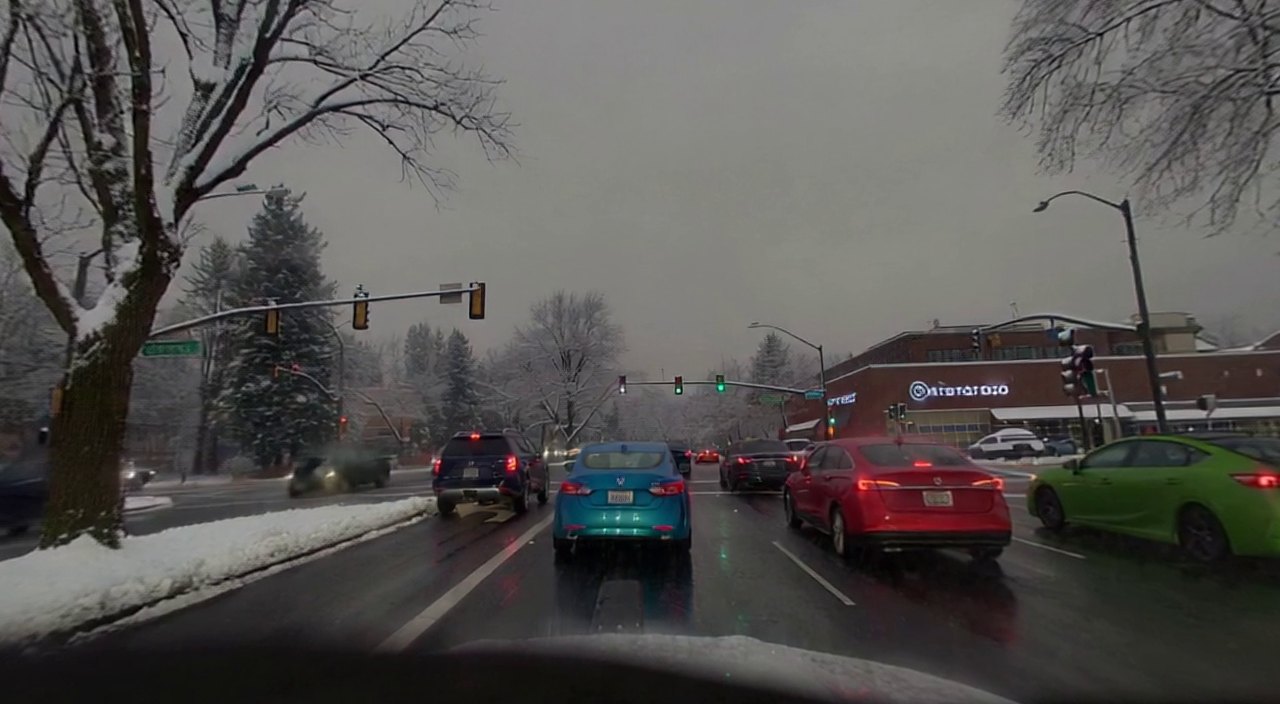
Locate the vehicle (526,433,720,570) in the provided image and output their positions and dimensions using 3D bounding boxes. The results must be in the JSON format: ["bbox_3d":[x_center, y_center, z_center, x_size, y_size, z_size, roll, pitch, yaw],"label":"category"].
[{"bbox_3d":[-0.149,1.921,8.883,2.098,1.477,3.897,0,-8,1],"label":"vehicle"}]

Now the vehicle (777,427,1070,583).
[{"bbox_3d":[3.245,1.814,8.342,2.020,1.513,4.120,0,-8,1],"label":"vehicle"}]

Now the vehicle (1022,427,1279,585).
[{"bbox_3d":[7.194,1.742,7.834,2.004,1.508,4.646,0,-8,0],"label":"vehicle"}]

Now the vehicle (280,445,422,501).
[{"bbox_3d":[-8.351,3.502,18.819,2.045,1.438,4.480,0,-8,1],"label":"vehicle"}]

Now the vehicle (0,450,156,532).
[{"bbox_3d":[-12.631,2.760,12.924,1.872,1.463,4.455,0,-8,1],"label":"vehicle"}]

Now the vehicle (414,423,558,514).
[{"bbox_3d":[-3.439,2.729,15.379,2.160,1.823,5.115,0,-8,1],"label":"vehicle"}]
